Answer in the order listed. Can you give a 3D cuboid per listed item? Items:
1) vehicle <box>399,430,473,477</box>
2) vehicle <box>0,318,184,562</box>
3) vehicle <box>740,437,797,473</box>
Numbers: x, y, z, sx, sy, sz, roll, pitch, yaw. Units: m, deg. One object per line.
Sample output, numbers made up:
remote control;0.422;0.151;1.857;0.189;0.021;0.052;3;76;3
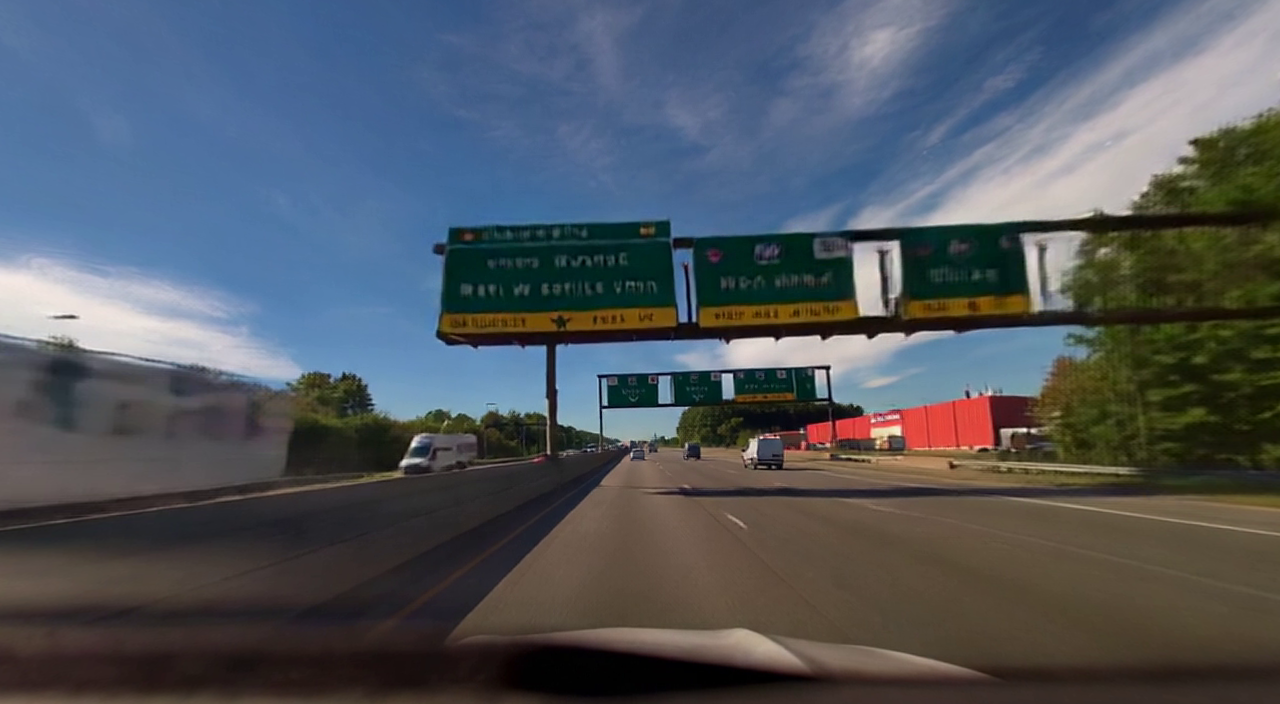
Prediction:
vehicle;-15.906;8.025;49.831;2.796;3.307;8.869;0;-9;0
vehicle;-12.080;1.623;11.405;2.959;3.982;5.948;0;-9;0
vehicle;7.449;6.021;36.939;2.156;1.943;5.010;0;-9;-1
